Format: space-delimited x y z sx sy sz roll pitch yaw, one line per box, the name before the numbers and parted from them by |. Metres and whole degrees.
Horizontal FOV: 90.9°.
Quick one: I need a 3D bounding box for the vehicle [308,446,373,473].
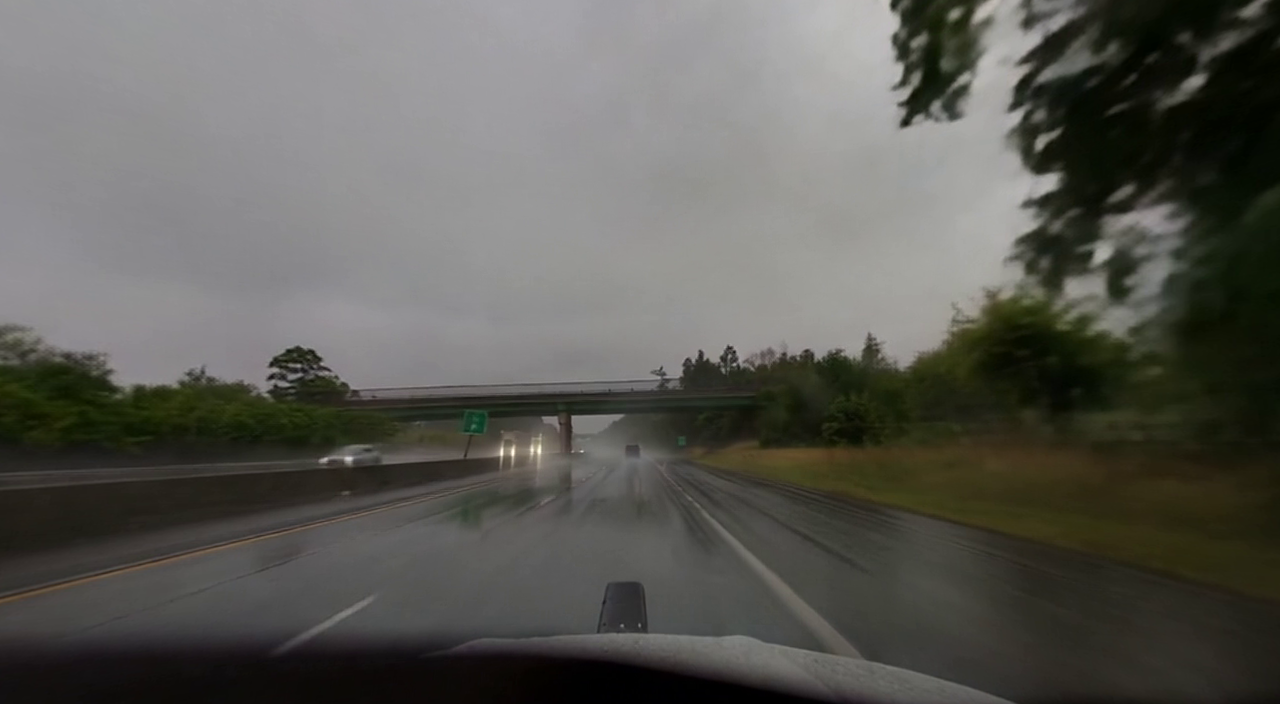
vehicle | -18.089 6.489 38.315 1.888 1.549 4.253 0 -9 0
